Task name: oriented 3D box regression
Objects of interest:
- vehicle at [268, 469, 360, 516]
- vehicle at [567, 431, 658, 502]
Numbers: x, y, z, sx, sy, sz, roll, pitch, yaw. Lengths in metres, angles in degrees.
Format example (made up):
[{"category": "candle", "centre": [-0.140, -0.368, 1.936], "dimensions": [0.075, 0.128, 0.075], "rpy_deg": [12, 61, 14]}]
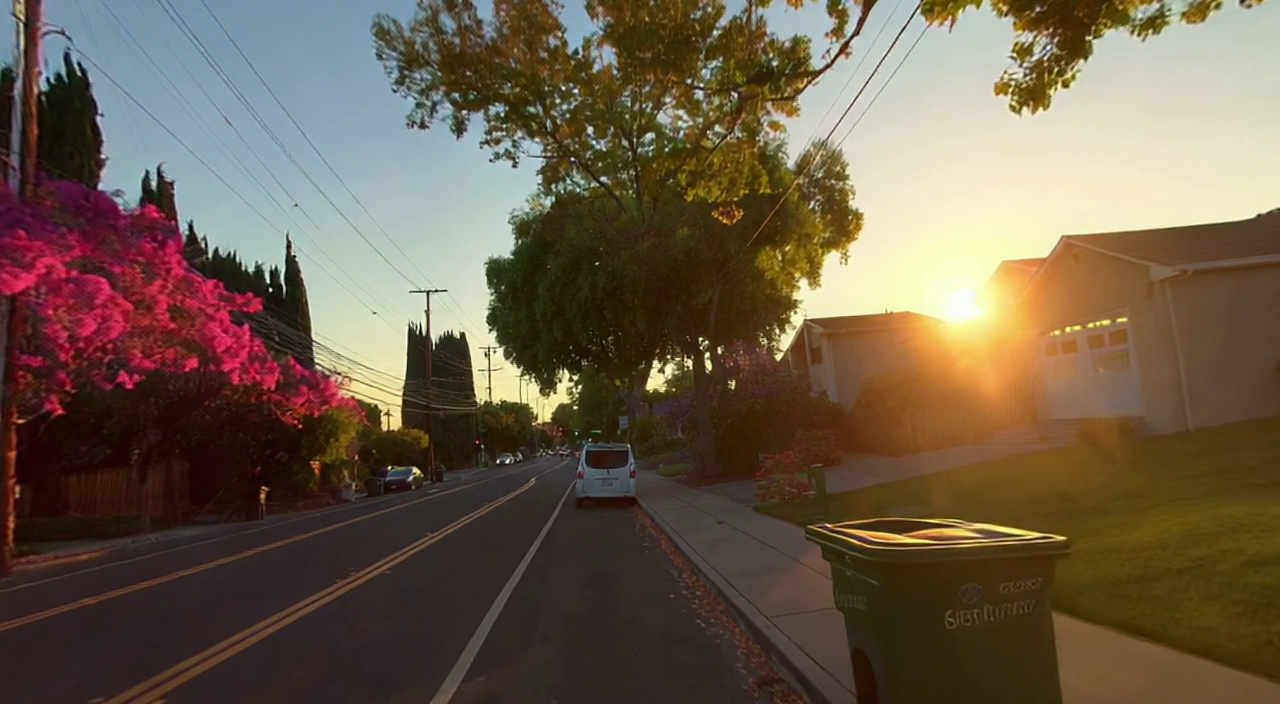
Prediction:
[{"category": "vehicle", "centre": [-13.767, 5.917, 26.975], "dimensions": [1.982, 1.660, 4.142], "rpy_deg": [1, -8, -5]}, {"category": "vehicle", "centre": [-0.826, 3.074, 17.384], "dimensions": [2.190, 1.708, 4.115], "rpy_deg": [0, -8, -4]}]
